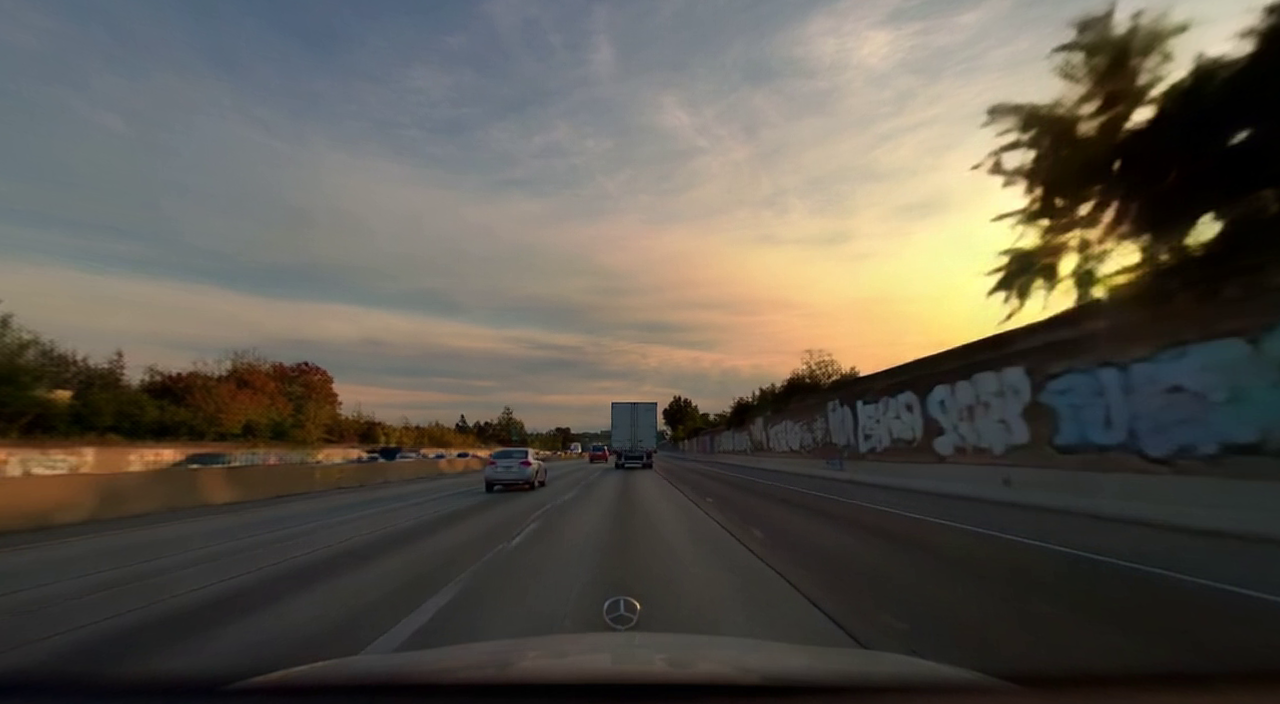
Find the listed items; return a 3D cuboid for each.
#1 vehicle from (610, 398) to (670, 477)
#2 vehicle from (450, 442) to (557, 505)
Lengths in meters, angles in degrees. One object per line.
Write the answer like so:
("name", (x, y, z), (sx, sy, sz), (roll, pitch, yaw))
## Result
("vehicle", (-0.108, 5.212, 37.506), (3.042, 4.023, 10.832), (0, -9, -1))
("vehicle", (-3.718, 3.395, 17.892), (2.158, 1.538, 4.047), (0, -9, 0))
